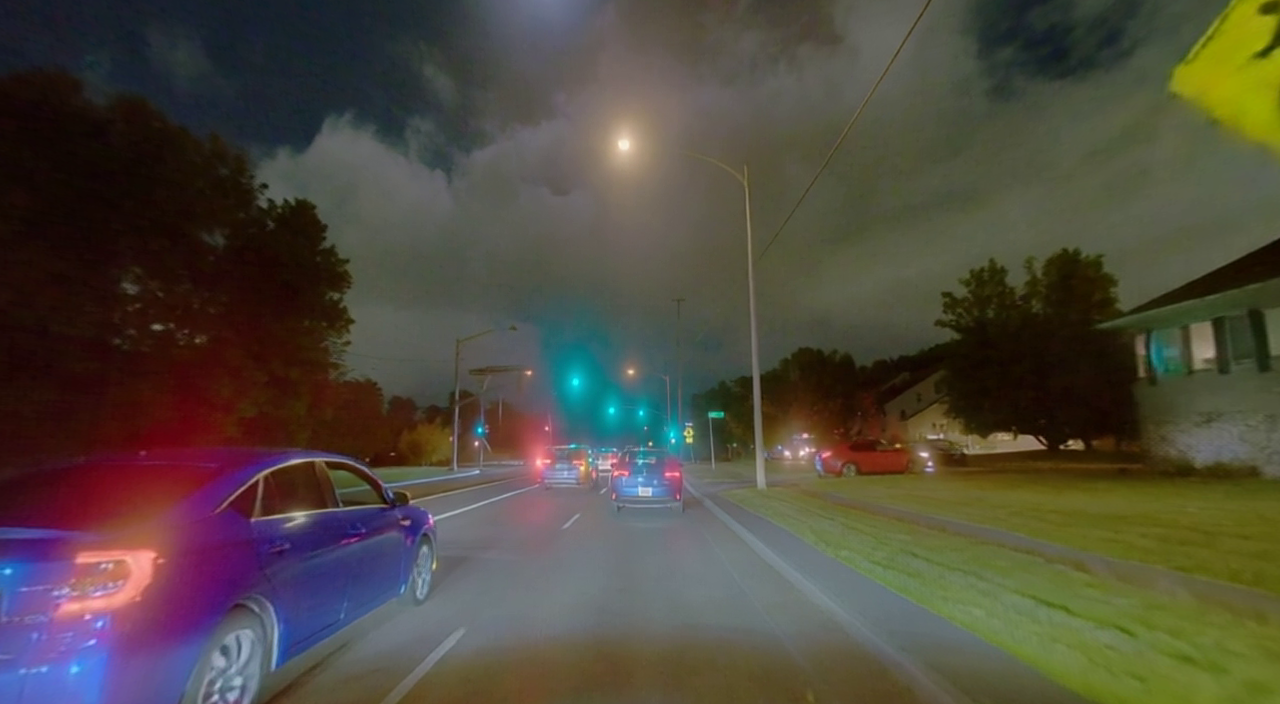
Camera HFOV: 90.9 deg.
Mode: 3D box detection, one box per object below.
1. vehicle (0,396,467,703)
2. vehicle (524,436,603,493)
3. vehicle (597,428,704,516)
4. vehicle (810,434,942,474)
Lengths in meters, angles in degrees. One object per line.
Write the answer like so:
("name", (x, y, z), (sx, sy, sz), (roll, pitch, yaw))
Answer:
("vehicle", (-2.837, 1.211, 4.074), (1.968, 1.472, 4.685), (0, -9, 2))
("vehicle", (-2.449, 3.746, 21.313), (2.000, 1.737, 4.133), (0, -9, 2))
("vehicle", (0.215, 2.692, 14.537), (2.120, 1.718, 3.909), (0, -9, 0))
("vehicle", (9.313, 4.057, 25.143), (4.456, 1.504, 1.914), (0, -9, 1))
